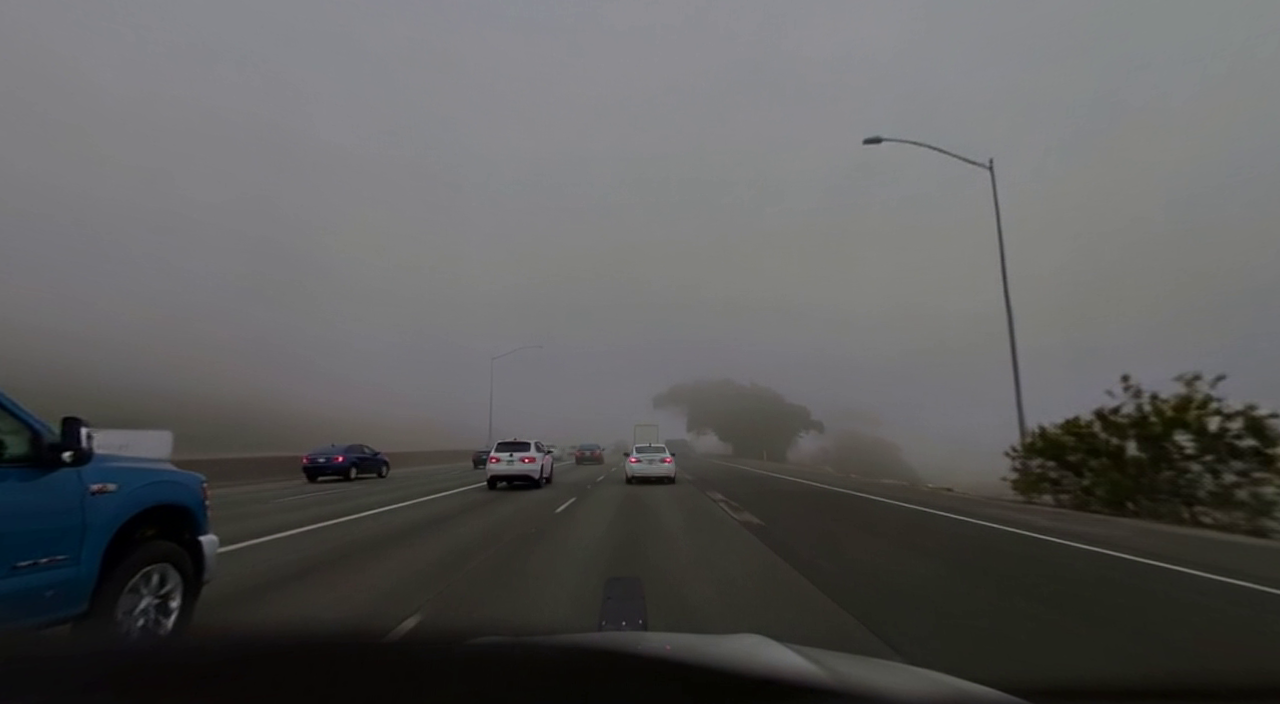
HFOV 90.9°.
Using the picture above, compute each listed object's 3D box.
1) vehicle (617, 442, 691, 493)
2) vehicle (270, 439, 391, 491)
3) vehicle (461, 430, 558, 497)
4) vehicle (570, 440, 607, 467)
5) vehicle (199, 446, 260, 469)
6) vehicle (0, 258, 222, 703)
[{"bbox_3d":[0.386,3.531,19.686,2.054,1.421,4.090,0,-8,0],"label":"vehicle"},{"bbox_3d":[-10.541,3.848,21.912,1.941,1.602,4.277,0,-8,2],"label":"vehicle"},{"bbox_3d":[-3.727,3.254,18.769,1.903,1.721,4.210,0,-8,1],"label":"vehicle"},{"bbox_3d":[-3.215,6.438,40.200,1.897,1.646,4.049,0,-8,1],"label":"vehicle"},{"bbox_3d":[-28.220,7.247,43.478,1.702,1.450,3.646,0,-8,2],"label":"vehicle"},{"bbox_3d":[-3.533,0.420,0.456,2.269,2.060,5.933,0,-8,1],"label":"vehicle"}]
